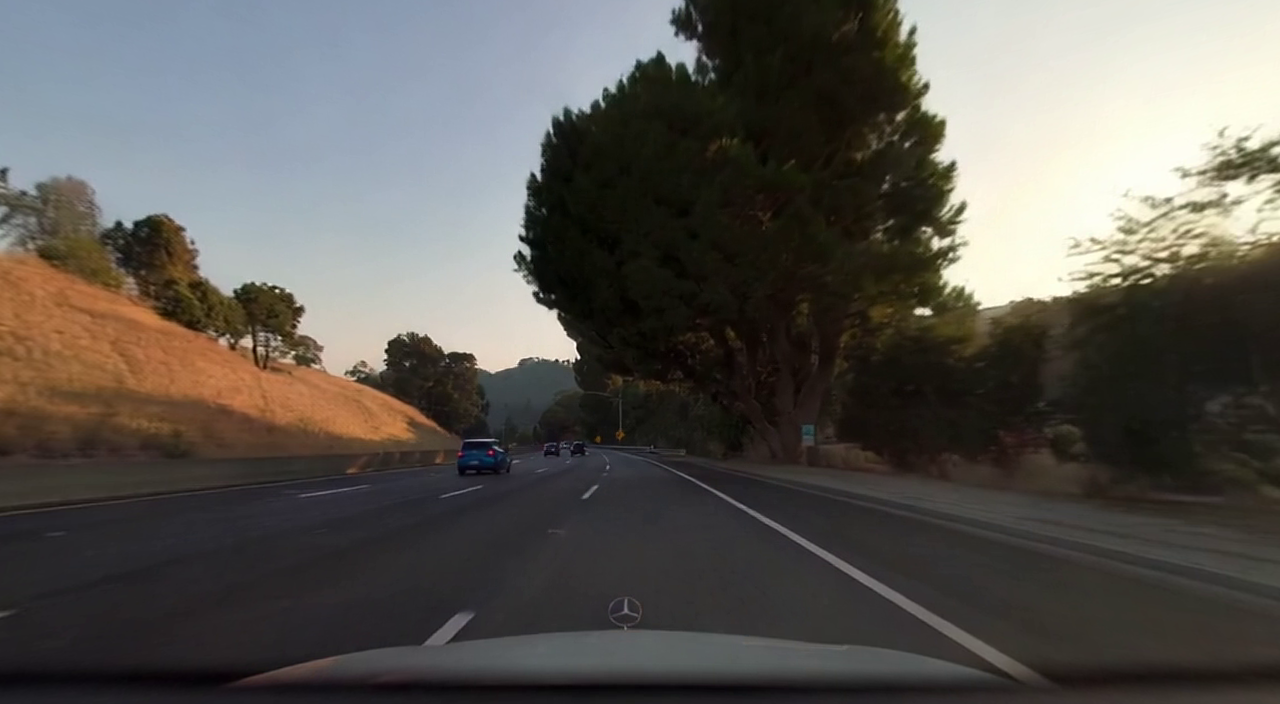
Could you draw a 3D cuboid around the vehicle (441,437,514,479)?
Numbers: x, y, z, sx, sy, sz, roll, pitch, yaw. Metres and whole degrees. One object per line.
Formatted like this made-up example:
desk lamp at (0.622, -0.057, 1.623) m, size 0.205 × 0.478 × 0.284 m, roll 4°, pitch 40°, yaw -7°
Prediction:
vehicle at (-7.112, 4.679, 28.109) m, size 2.046 × 1.712 × 4.533 m, roll 0°, pitch -8°, yaw 0°
